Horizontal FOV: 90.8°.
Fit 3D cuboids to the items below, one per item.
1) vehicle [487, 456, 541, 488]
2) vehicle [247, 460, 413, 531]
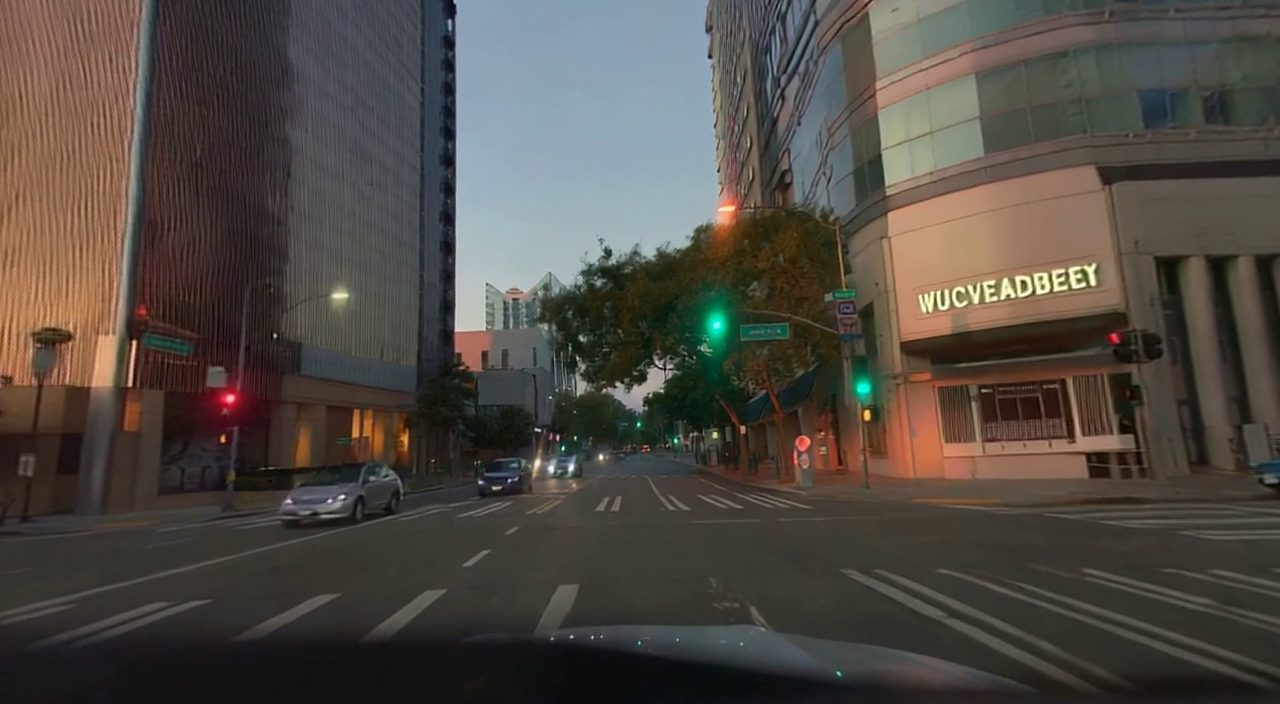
[{"bbox_3d":[-6.702,6.419,34.014,1.897,1.537,3.770,-1,-9,4],"label":"vehicle"},{"bbox_3d":[-7.551,3.501,15.945,1.893,1.451,4.276,-1,-9,2],"label":"vehicle"}]
